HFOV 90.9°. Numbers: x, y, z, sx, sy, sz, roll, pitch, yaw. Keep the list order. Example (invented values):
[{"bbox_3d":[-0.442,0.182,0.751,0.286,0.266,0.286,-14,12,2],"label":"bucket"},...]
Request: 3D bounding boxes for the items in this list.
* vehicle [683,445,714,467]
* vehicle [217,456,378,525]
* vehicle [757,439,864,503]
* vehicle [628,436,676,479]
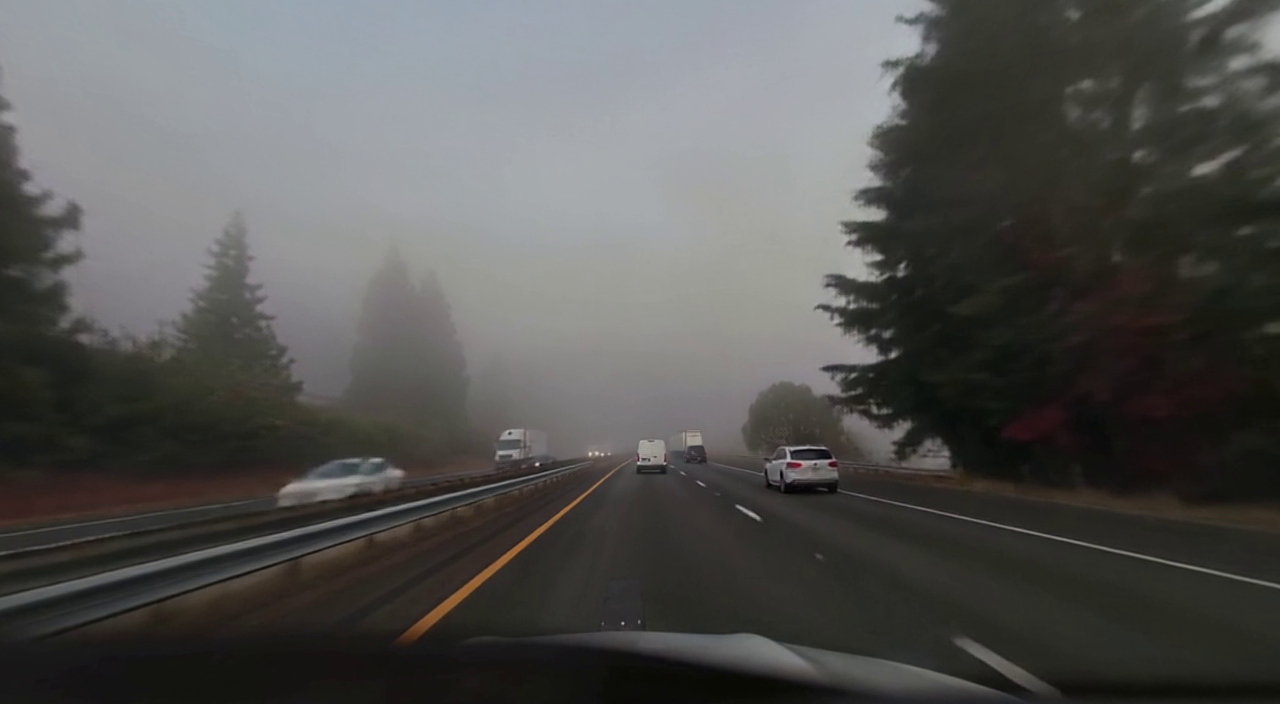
[{"bbox_3d":[4.570,8.225,49.918,1.961,1.689,3.971,0,-9,-1],"label":"vehicle"},{"bbox_3d":[-8.598,3.477,16.315,1.884,1.486,3.974,0,-9,1],"label":"vehicle"},{"bbox_3d":[4.553,3.206,17.383,1.868,1.566,3.509,0,-9,-1],"label":"vehicle"},{"bbox_3d":[0.547,5.088,30.570,2.143,1.925,4.101,0,-9,0],"label":"vehicle"}]
